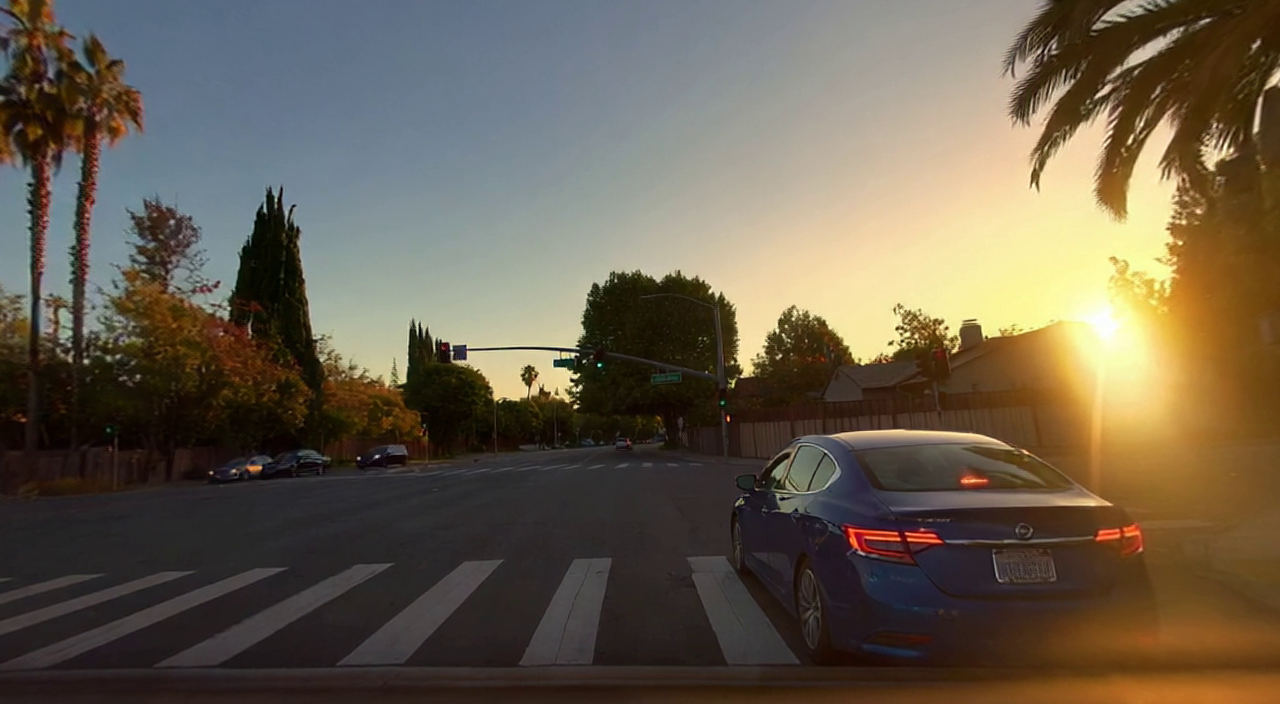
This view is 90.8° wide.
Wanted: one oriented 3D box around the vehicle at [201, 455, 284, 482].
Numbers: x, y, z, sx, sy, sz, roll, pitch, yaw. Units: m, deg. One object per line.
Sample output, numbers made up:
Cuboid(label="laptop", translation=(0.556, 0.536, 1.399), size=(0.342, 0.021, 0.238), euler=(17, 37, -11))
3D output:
Cuboid(label="vehicle", translation=(-24.114, 7.059, 38.562), size=(2.019, 1.427, 4.630), euler=(-1, -9, 2))

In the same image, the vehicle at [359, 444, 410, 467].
Cuboid(label="vehicle", translation=(-19.871, 8.049, 49.313), size=(1.929, 1.644, 4.763), euler=(0, -9, 1))

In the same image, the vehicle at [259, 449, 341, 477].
Cuboid(label="vehicle", translation=(-20.041, 6.521, 37.513), size=(2.084, 1.528, 4.778), euler=(0, -9, 1))
